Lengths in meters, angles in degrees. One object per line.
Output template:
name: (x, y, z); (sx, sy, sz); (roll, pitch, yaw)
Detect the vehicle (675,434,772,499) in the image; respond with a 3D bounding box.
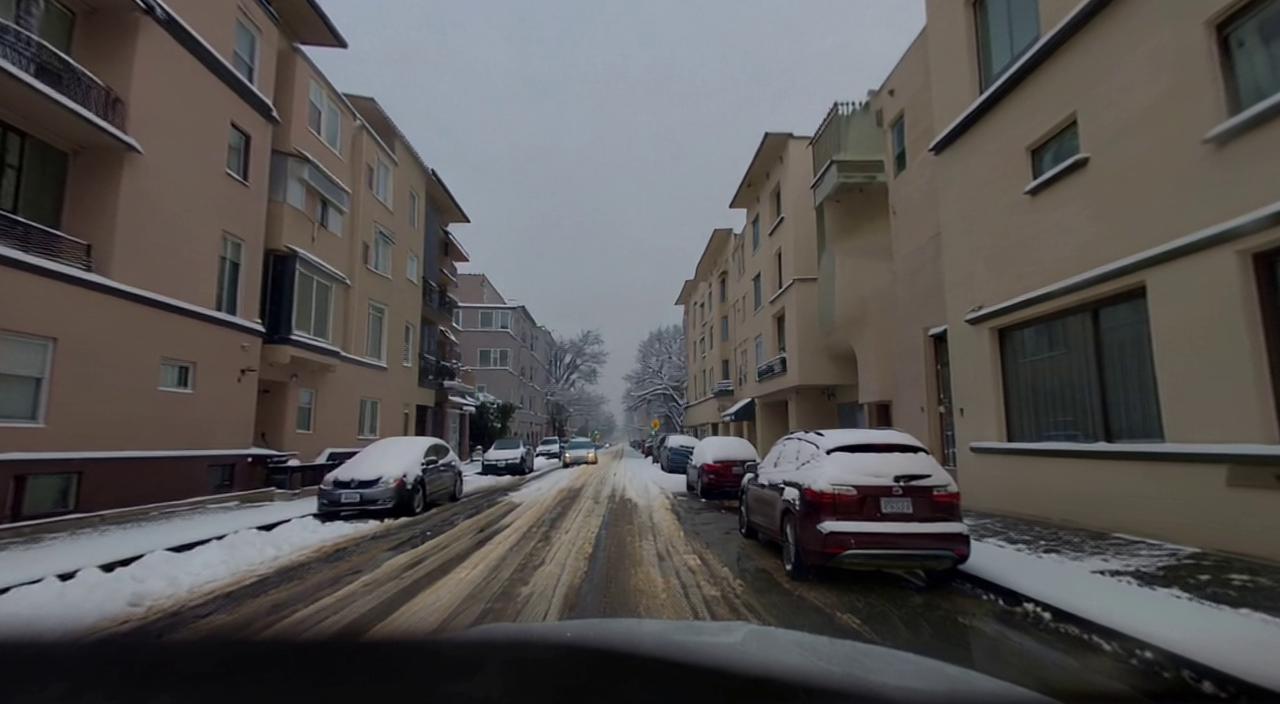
vehicle: (1.998, 2.871, 16.337); (1.786, 1.447, 4.314); (0, -8, -2)

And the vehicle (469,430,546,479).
vehicle: (-4.830, 3.809, 23.480); (1.942, 1.521, 3.761); (5, -9, 0)

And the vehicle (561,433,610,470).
vehicle: (-2.375, 4.414, 28.179); (1.845, 1.544, 3.388); (0, -8, 0)

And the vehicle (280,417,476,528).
vehicle: (-4.549, 2.189, 11.800); (1.883, 1.499, 4.426); (6, -10, -3)

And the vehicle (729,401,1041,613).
vehicle: (2.245, 1.506, 7.073); (1.839, 1.678, 3.918); (0, -8, -1)
